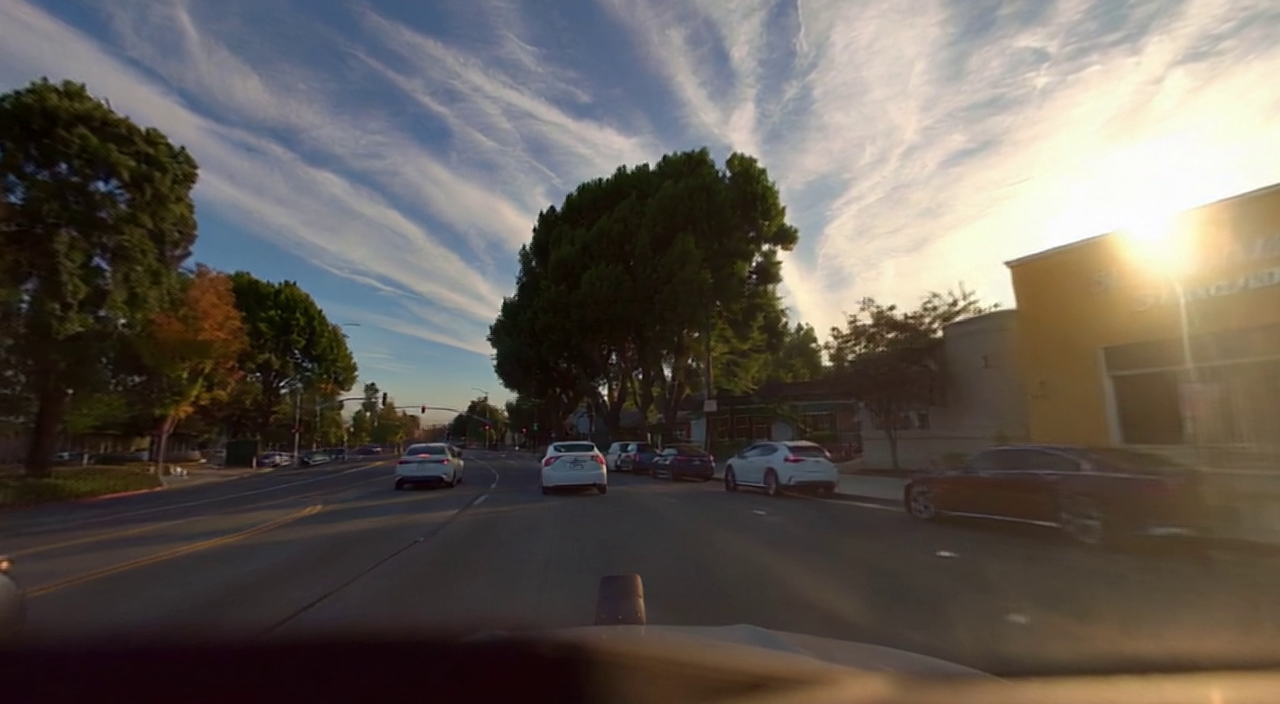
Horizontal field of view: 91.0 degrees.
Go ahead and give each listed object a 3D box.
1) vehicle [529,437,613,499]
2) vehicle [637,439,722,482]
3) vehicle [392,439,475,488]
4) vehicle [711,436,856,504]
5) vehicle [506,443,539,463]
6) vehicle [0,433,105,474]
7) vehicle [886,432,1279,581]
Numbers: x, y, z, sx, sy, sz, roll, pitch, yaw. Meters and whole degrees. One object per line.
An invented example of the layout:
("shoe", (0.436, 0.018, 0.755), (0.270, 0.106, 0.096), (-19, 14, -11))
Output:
("vehicle", (-2.082, 3.190, 17.808), (2.001, 1.483, 4.442), (1, -9, -10))
("vehicle", (1.439, 4.251, 25.005), (1.867, 1.489, 4.694), (2, -9, -16))
("vehicle", (-6.933, 3.763, 21.650), (2.105, 1.477, 4.857), (2, -9, -11))
("vehicle", (3.599, 3.039, 16.727), (1.905, 1.537, 4.276), (2, -9, -16))
("vehicle", (-8.554, 7.264, 45.452), (1.920, 1.416, 4.310), (2, -9, -16))
("vehicle", (-36.307, 6.242, 38.806), (2.430, 2.266, 6.029), (3, -9, -13))
("vehicle", (5.916, 1.901, 8.826), (2.038, 1.446, 4.896), (2, -9, -15))
